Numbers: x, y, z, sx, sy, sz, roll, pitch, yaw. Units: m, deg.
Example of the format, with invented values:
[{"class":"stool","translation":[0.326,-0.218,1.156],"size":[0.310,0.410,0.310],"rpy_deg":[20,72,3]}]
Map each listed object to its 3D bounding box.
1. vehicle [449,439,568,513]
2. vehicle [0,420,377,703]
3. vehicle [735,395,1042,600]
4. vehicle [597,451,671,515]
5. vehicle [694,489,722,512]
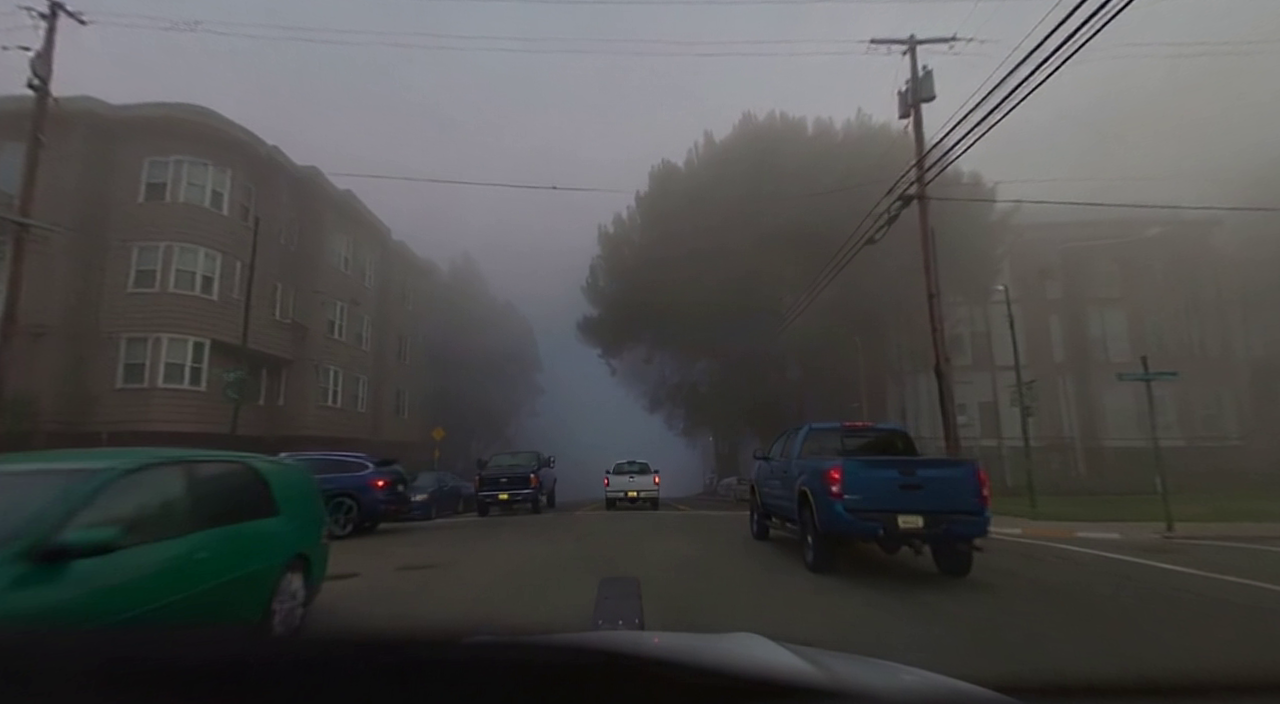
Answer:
[{"class":"vehicle","translation":[-3.702,3.925,19.184],"size":[2.330,1.859,6.068],"rpy_deg":[0,-15,0]},{"class":"vehicle","translation":[-3.078,1.088,2.939],"size":[1.868,1.462,4.385],"rpy_deg":[0,-8,-1]},{"class":"vehicle","translation":[2.695,1.707,8.369],"size":[2.027,1.907,4.736],"rpy_deg":[0,-8,-1]},{"class":"vehicle","translation":[-0.170,4.592,22.023],"size":[2.308,1.940,4.125],"rpy_deg":[-1,-12,0]},{"class":"vehicle","translation":[5.199,11.421,48.792],"size":[1.725,1.442,3.740],"rpy_deg":[0,-8,-1]}]
